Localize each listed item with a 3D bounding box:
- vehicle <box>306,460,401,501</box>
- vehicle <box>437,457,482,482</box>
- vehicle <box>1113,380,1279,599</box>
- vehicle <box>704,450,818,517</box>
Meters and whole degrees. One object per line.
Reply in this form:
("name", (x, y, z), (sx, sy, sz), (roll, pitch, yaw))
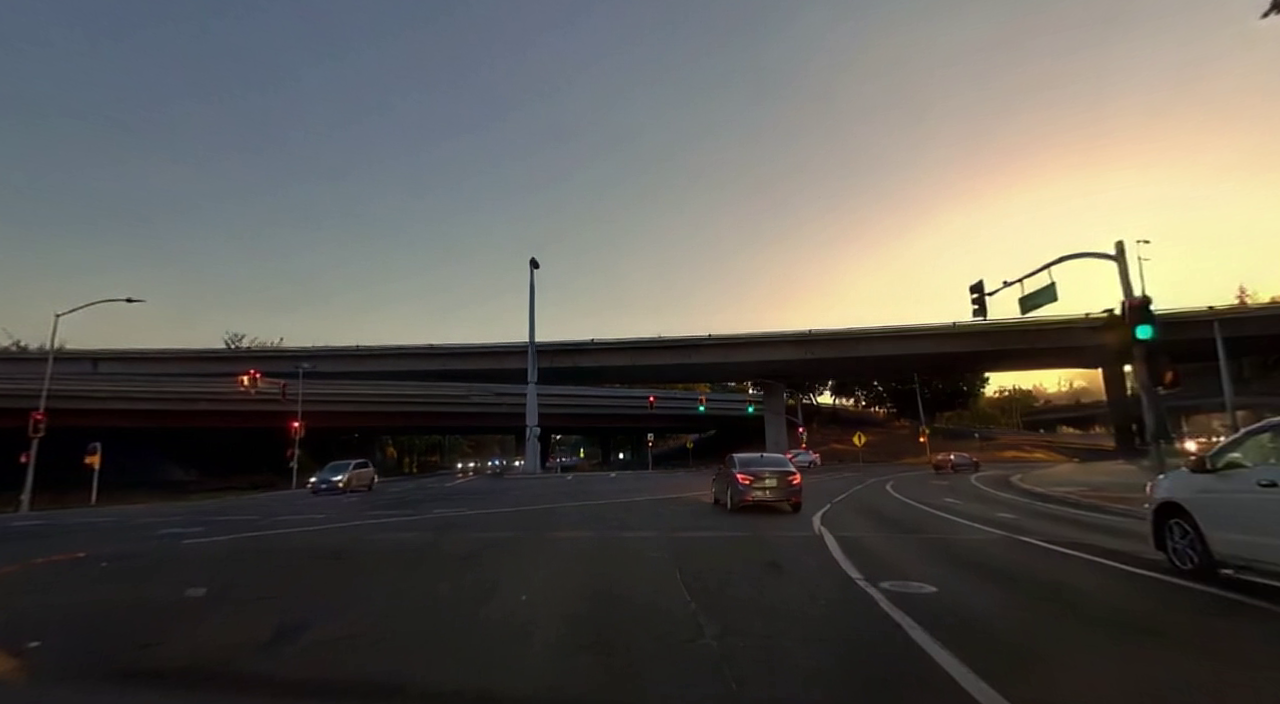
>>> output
("vehicle", (-13.078, 5.850, 29.251), (2.126, 1.506, 5.411), (-3, -9, -3))
("vehicle", (-13.775, 8.973, 48.539), (2.201, 1.716, 4.830), (-2, -9, -2))
("vehicle", (6.400, 1.051, 4.637), (2.007, 1.828, 4.896), (0, -9, 0))
("vehicle", (2.867, 3.225, 16.110), (1.909, 1.425, 4.521), (0, -9, -1))
